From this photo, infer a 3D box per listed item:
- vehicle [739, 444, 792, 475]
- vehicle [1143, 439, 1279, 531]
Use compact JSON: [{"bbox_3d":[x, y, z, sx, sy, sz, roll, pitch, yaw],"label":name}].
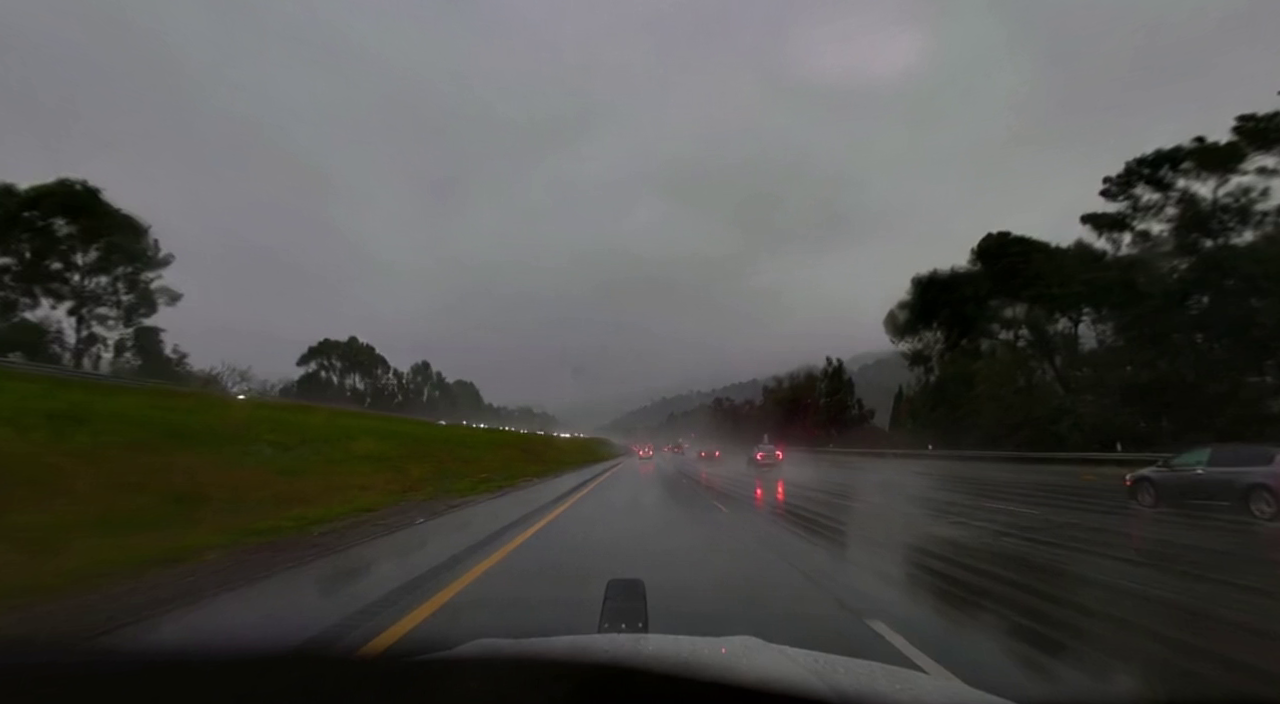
[{"bbox_3d":[7.172,6.200,36.493,2.048,1.697,4.689,0,-8,-1],"label":"vehicle"},{"bbox_3d":[11.438,2.200,10.495,2.093,1.477,4.804,0,-8,0],"label":"vehicle"}]
